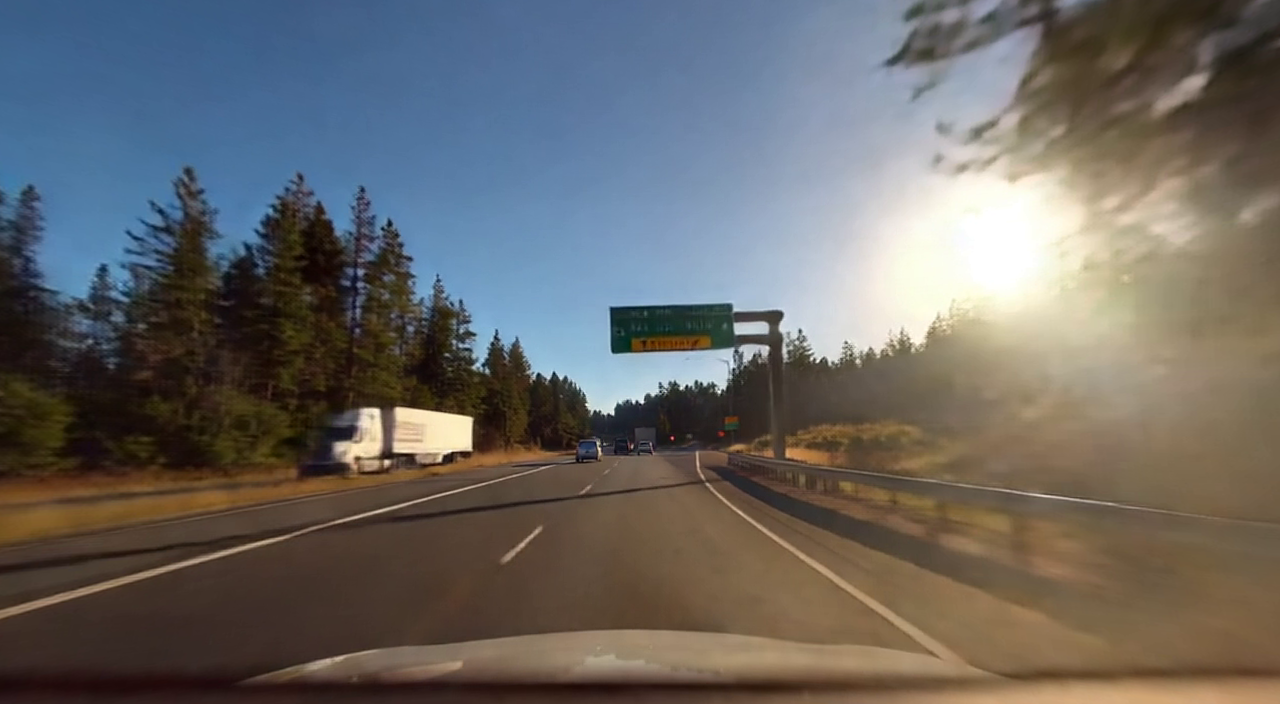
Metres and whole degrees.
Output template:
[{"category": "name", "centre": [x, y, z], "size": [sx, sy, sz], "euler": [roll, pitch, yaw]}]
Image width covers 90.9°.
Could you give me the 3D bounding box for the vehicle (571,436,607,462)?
[{"category": "vehicle", "centre": [-3.604, 6.936, 45.070], "size": [2.129, 1.742, 4.217], "euler": [0, -8, 1]}]

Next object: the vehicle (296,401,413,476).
[{"category": "vehicle", "centre": [-17.112, 5.343, 38.745], "size": [3.004, 4.024, 8.629], "euler": [0, -8, 0]}]
